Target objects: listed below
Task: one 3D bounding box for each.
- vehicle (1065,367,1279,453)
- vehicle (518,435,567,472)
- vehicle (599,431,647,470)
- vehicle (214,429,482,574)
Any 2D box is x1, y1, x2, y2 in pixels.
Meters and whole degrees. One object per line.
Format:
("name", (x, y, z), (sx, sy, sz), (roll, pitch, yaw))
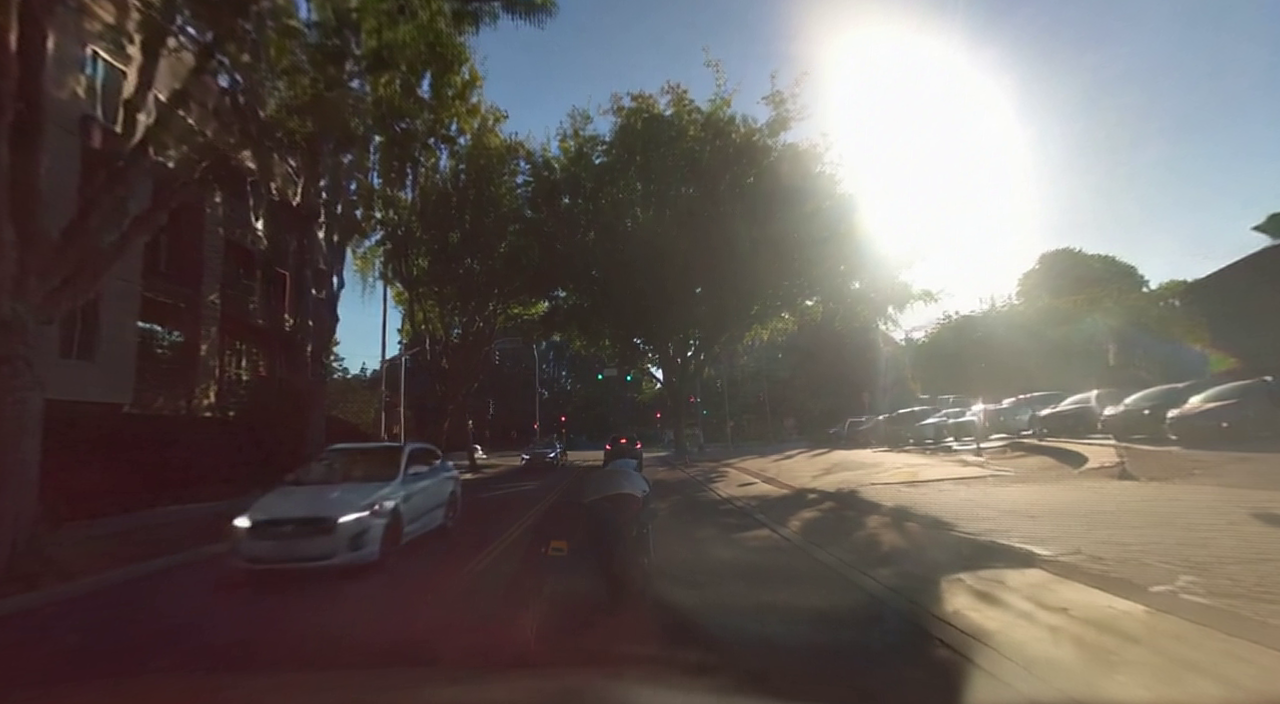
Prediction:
("vehicle", (11.960, 1.200, 13.289), (4.349, 1.462, 1.982), (-5, -7, 7))
("vehicle", (-4.633, 4.864, 30.347), (2.057, 1.613, 4.062), (0, -8, -5))
("vehicle", (-0.754, 4.599, 29.620), (2.142, 1.686, 3.816), (0, -8, 0))
("vehicle", (-3.580, 1.855, 8.562), (1.973, 1.512, 3.524), (0, -8, -1))
